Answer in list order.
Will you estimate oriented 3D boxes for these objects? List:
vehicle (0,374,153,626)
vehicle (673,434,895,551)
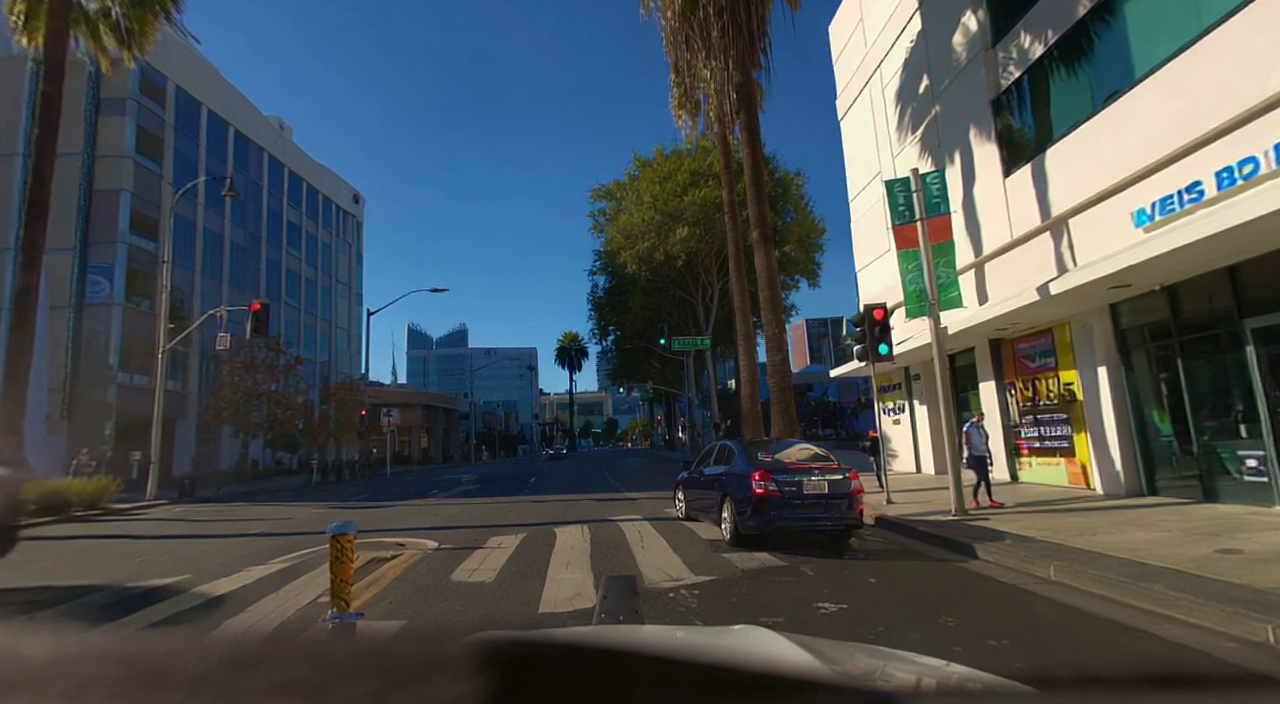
[{"bbox_3d":[-6.124,0.975,3.627,2.190,1.964,5.614,0,-8,0],"label":"vehicle"},{"bbox_3d":[1.982,2.137,10.474,2.090,1.466,4.676,1,-8,-7],"label":"vehicle"}]
